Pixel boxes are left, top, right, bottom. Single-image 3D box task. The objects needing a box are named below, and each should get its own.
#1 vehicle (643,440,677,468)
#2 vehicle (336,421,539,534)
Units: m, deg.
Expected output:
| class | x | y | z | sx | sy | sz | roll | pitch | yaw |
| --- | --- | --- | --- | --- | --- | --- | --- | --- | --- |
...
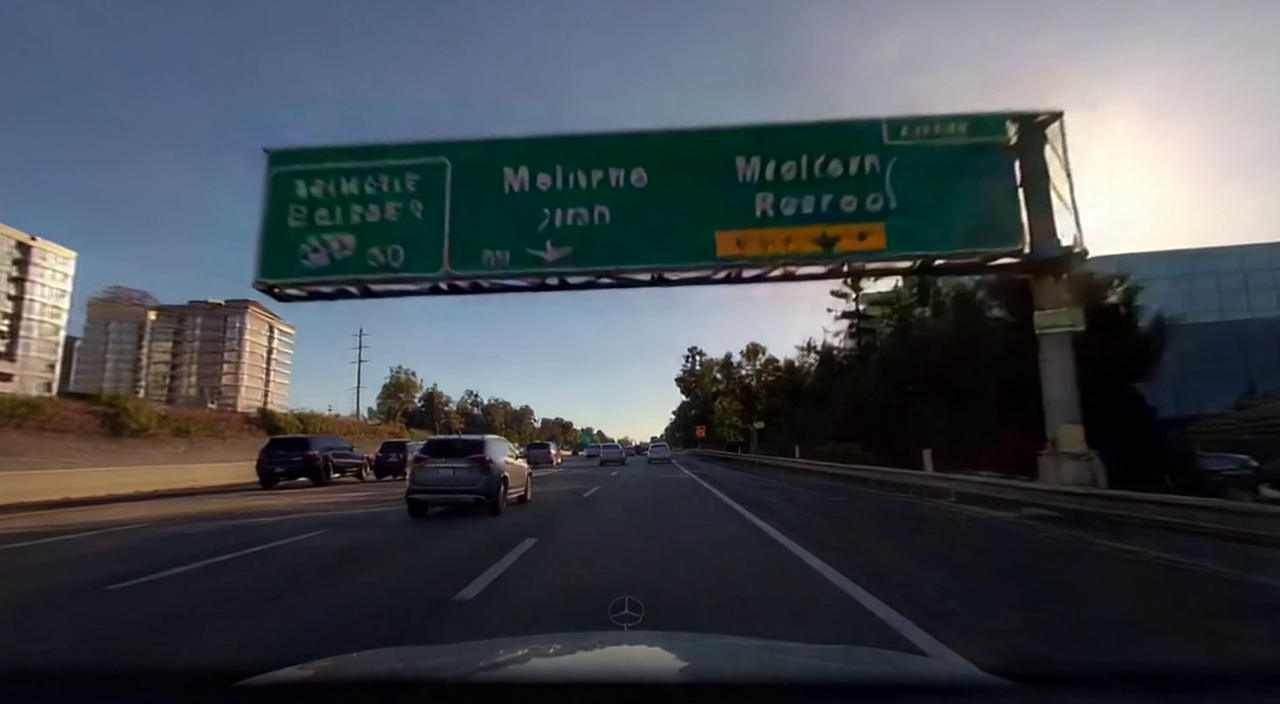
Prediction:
| class | x | y | z | sx | sy | sz | roll | pitch | yaw |
| --- | --- | --- | --- | --- | --- | --- | --- | --- | --- |
| vehicle | 1.279 | 6.693 | 41.559 | 2.135 | 1.697 | 4.757 | 0 | -8 | 1 |
| vehicle | -3.505 | 2.280 | 12.144 | 2.136 | 1.718 | 4.873 | 0 | -8 | 2 |
